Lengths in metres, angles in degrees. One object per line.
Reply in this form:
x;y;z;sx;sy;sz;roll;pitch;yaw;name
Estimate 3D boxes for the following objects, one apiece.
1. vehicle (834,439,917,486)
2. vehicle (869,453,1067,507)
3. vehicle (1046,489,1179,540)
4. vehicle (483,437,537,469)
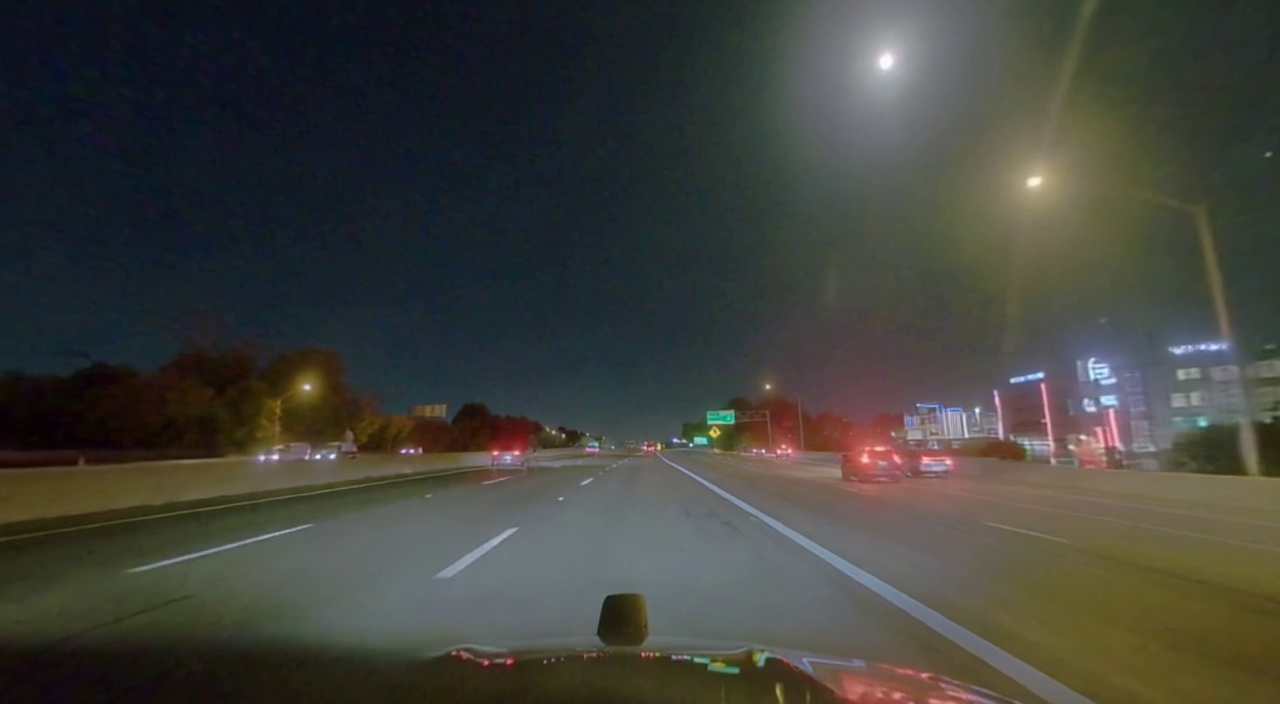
18.293;8.588;49.610;3.007;3.318;7.486;1;-8;-5;vehicle
19.407;7.697;39.605;3.122;2.437;15.553;0;-8;-5;vehicle
19.833;6.802;26.737;1.875;1.610;4.265;1;-8;-10;vehicle
-7.321;5.699;35.913;2.088;1.678;4.426;0;-8;1;vehicle
